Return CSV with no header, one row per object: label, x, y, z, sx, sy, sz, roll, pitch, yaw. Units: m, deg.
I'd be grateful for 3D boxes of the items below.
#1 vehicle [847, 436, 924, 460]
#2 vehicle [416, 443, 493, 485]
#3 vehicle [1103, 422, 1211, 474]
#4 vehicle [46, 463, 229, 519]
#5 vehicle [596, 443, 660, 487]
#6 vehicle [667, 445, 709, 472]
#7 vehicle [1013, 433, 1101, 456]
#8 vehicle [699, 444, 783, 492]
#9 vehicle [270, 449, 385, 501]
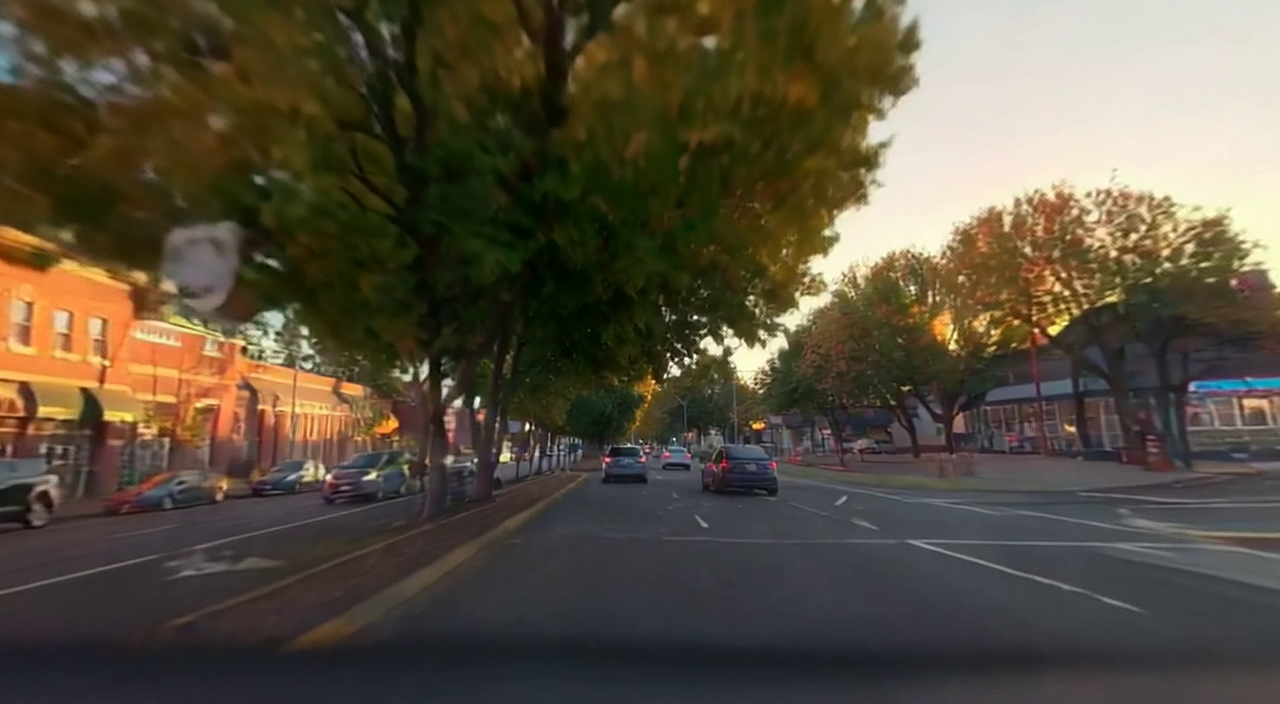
vehicle,18.944,7.436,49.046,4.948,1.733,2.296,0,-9,-2
vehicle,-8.443,5.127,29.238,2.273,1.748,4.379,0,-9,-1
vehicle,18.568,3.483,22.995,1.937,1.691,4.746,-5,-10,26
vehicle,-15.566,4.295,20.027,1.871,1.452,4.579,-1,-9,3
vehicle,-0.463,4.301,24.462,2.232,1.508,4.319,0,-9,-1
vehicle,2.804,6.296,37.602,2.098,1.527,3.966,0,-9,-1
vehicle,27.774,6.191,42.220,4.478,1.450,1.968,0,-8,-4
vehicle,3.314,3.902,21.660,2.060,1.471,4.168,0,-9,-2
vehicle,-11.175,4.397,23.039,1.997,1.677,4.327,0,-9,-1
